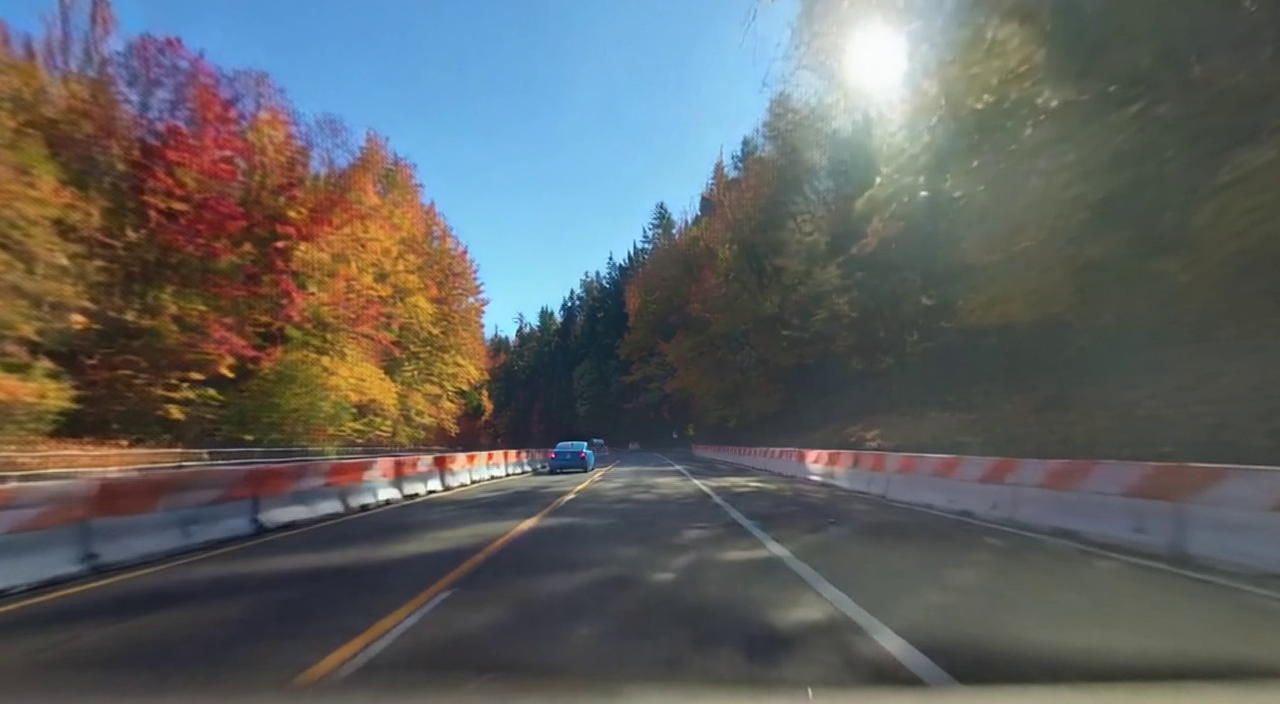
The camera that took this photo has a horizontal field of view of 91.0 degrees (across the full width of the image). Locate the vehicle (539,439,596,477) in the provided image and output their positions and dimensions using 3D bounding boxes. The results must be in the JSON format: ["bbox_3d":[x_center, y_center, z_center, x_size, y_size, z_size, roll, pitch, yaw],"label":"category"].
[{"bbox_3d":[-2.999,4.497,26.993,1.902,1.505,4.016,0,-8,1],"label":"vehicle"}]
